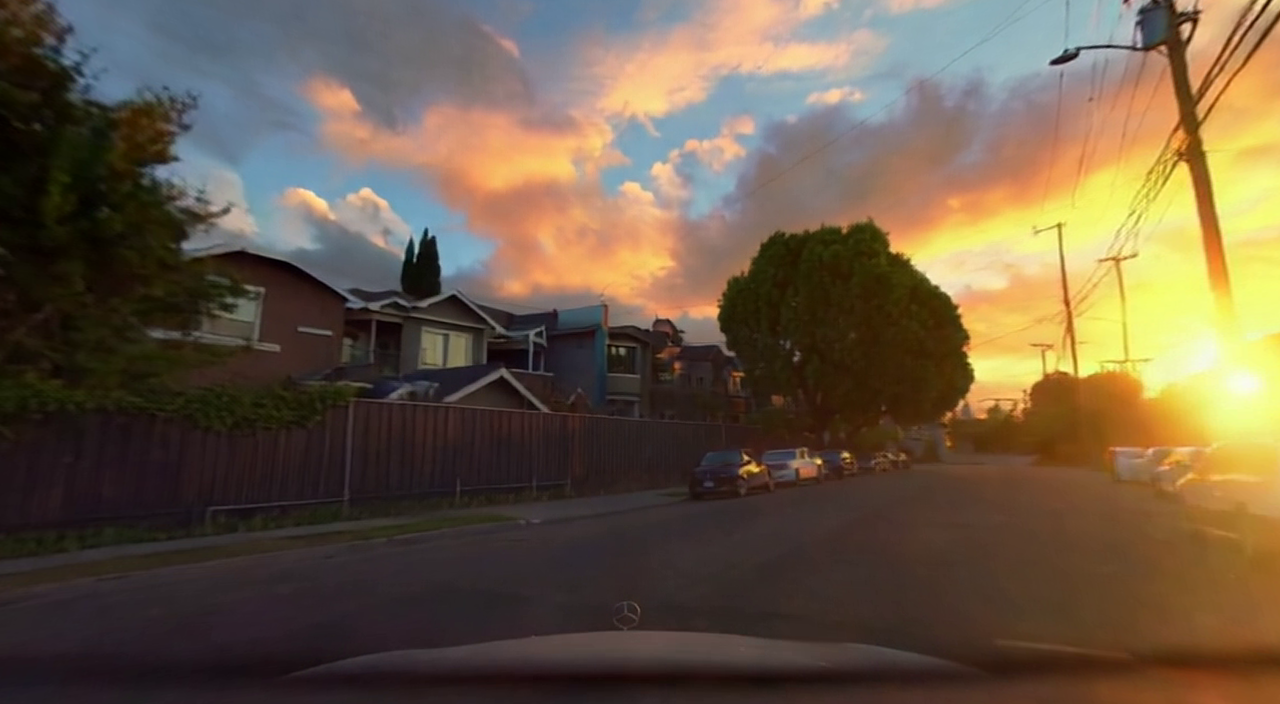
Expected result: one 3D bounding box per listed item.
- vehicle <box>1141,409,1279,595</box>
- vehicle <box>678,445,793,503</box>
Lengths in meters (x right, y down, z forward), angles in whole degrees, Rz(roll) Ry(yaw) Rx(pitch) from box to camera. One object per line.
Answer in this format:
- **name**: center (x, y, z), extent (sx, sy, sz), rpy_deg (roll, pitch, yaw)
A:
- **vehicle**: center (7.854, 1.545, 7.298), extent (2.439, 1.670, 4.631), rpy_deg (-5, -9, 29)
- **vehicle**: center (3.100, 3.672, 19.587), extent (1.930, 1.478, 4.731), rpy_deg (-5, -9, 29)
